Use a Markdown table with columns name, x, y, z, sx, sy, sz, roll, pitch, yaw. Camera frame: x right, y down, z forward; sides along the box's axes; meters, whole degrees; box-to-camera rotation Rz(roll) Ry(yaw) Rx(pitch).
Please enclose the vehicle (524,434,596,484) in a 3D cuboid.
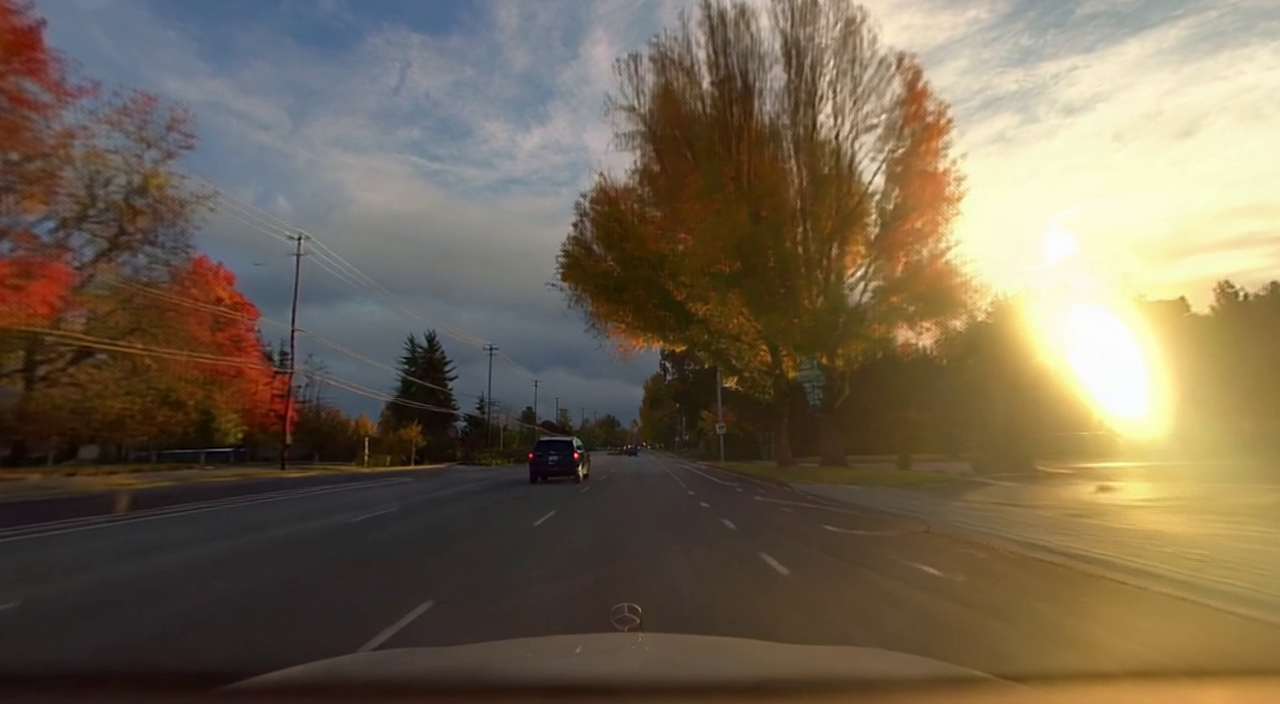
| name | x | y | z | sx | sy | sz | roll | pitch | yaw |
| --- | --- | --- | --- | --- | --- | --- | --- | --- | --- |
| vehicle | -3.048 | 4.215 | 25.086 | 2.112 | 1.779 | 4.489 | 0 | -9 | 2 |
